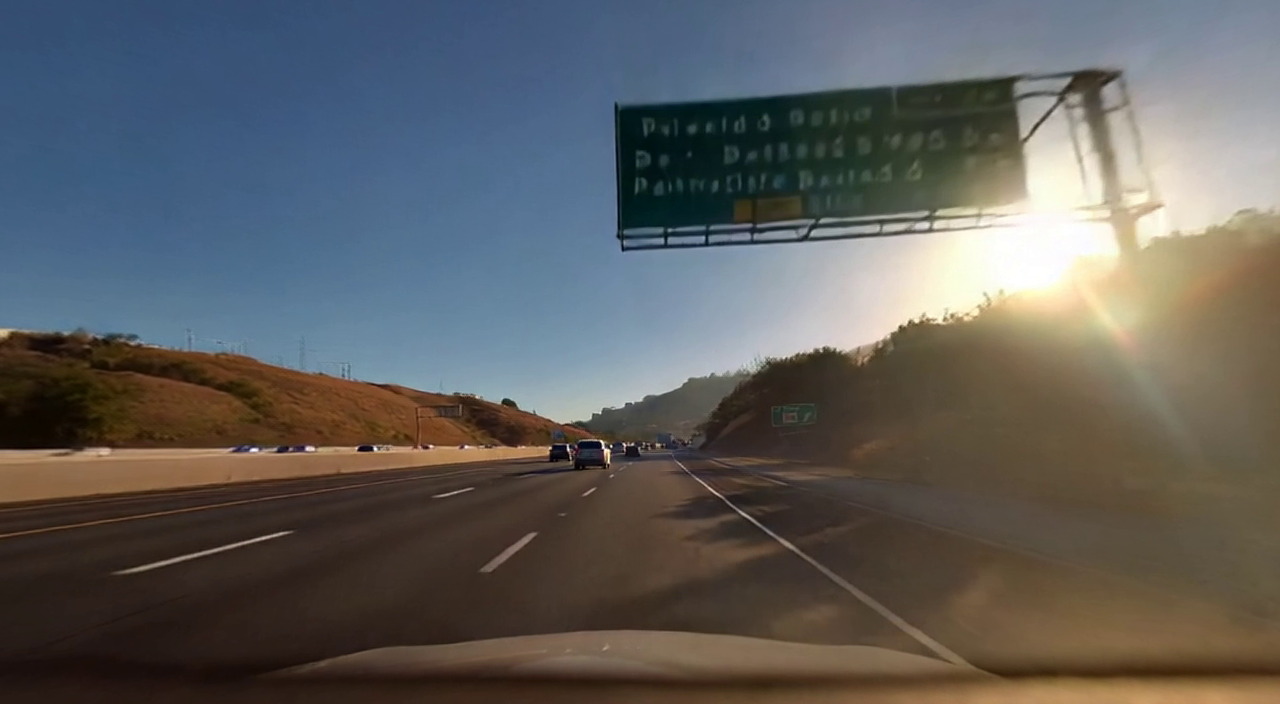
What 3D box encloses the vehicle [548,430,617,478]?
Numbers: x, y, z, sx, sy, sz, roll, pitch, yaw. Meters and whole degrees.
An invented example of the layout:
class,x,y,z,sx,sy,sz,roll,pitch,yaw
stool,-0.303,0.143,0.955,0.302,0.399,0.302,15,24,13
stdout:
class,x,y,z,sx,sy,sz,roll,pitch,yaw
vehicle,-2.391,4.473,27.698,2.413,1.896,5.218,0,-8,2
